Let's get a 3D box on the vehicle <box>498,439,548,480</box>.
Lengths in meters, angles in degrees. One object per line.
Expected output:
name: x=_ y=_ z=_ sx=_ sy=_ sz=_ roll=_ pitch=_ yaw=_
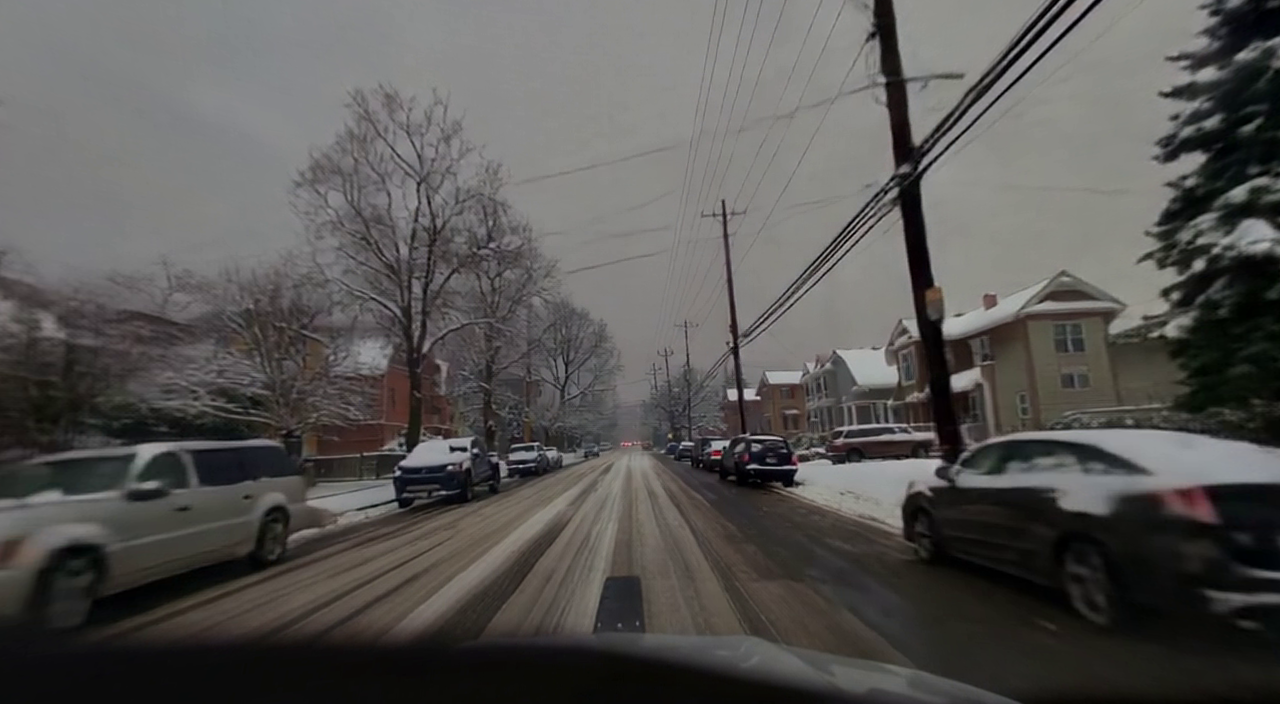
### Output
vehicle: x=-5.895 y=5.430 z=32.369 sx=2.046 sy=1.825 sz=4.627 roll=-3 pitch=-7 yaw=-6

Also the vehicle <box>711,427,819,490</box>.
vehicle: x=4.018 y=3.551 z=21.476 sx=2.279 sy=1.848 sz=5.577 roll=0 pitch=-8 yaw=-3

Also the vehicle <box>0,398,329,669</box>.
vehicle: x=-5.428 y=1.592 z=6.514 sx=1.955 sy=1.844 sz=5.109 roll=-3 pitch=-8 yaw=-1

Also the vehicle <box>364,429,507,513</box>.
vehicle: x=-5.601 y=3.303 z=18.283 sx=2.285 sy=1.895 sz=5.883 roll=-3 pitch=-8 yaw=-1

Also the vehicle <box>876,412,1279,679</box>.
vehicle: x=4.226 y=1.435 z=5.989 sx=2.051 sy=1.479 sz=4.758 roll=0 pitch=-8 yaw=-1
